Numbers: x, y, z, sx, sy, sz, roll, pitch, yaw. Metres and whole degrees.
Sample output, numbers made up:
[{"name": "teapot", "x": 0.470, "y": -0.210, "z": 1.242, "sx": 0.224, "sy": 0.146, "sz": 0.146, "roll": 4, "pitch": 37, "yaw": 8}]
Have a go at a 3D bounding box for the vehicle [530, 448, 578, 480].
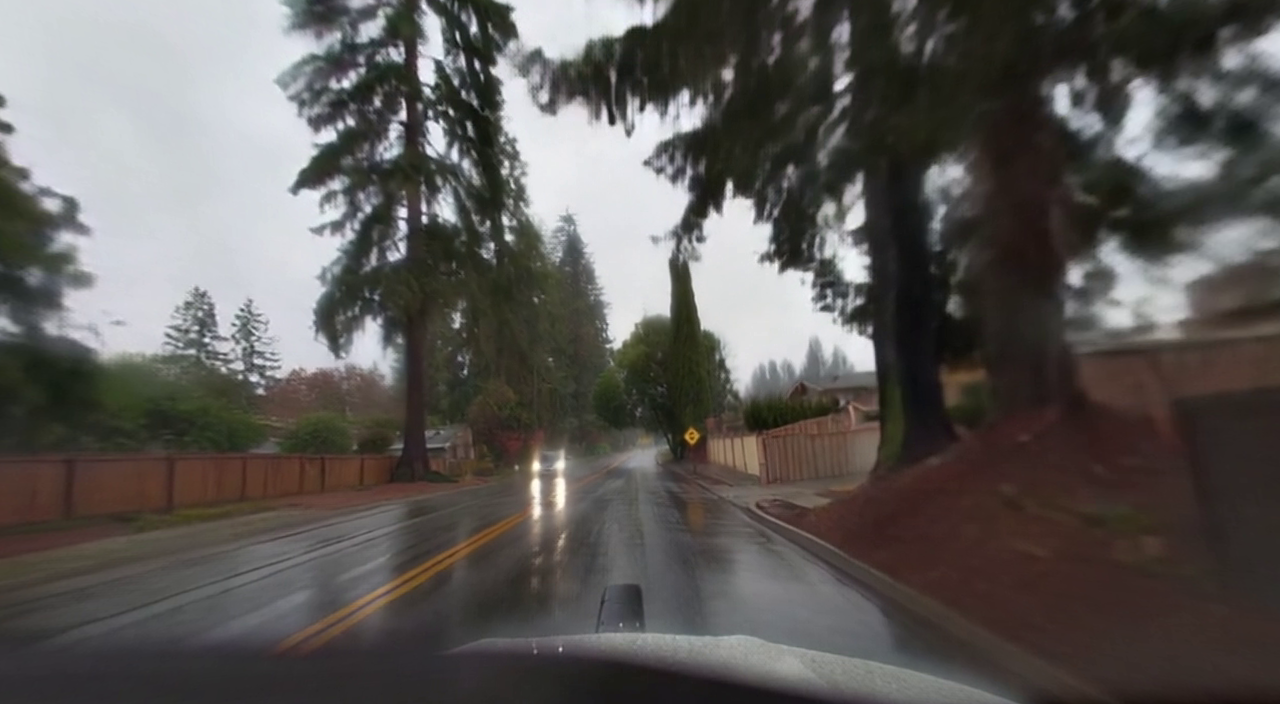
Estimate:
[{"name": "vehicle", "x": -4.844, "y": 6.386, "z": 36.354, "sx": 2.087, "sy": 1.693, "sz": 4.343, "roll": 0, "pitch": -8, "yaw": 1}]
